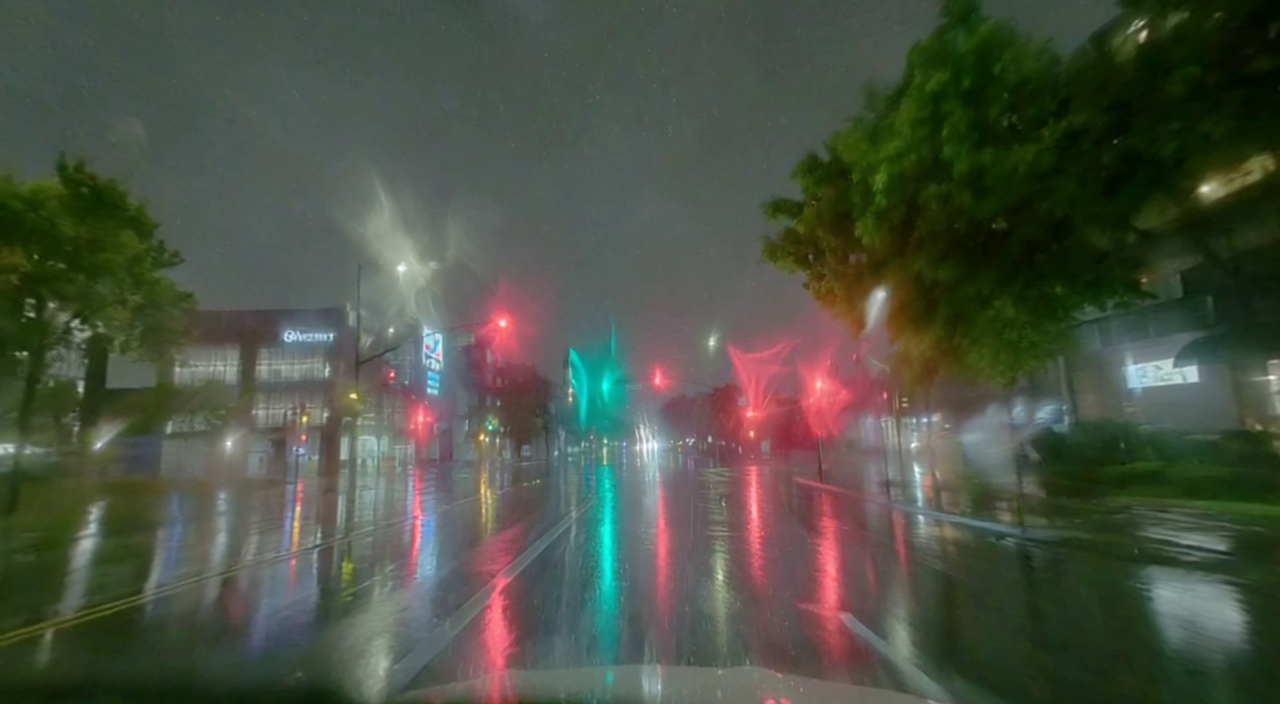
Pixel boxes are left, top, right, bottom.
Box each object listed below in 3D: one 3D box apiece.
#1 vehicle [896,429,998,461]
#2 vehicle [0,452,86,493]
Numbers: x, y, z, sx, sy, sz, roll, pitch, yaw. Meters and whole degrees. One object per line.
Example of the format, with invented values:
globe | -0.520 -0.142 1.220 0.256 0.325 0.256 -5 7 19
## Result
vehicle | 17.639 5.370 36.420 4.836 1.795 1.957 0 -8 1
vehicle | -31.586 6.098 32.057 4.674 1.959 2.265 -1 -8 2
